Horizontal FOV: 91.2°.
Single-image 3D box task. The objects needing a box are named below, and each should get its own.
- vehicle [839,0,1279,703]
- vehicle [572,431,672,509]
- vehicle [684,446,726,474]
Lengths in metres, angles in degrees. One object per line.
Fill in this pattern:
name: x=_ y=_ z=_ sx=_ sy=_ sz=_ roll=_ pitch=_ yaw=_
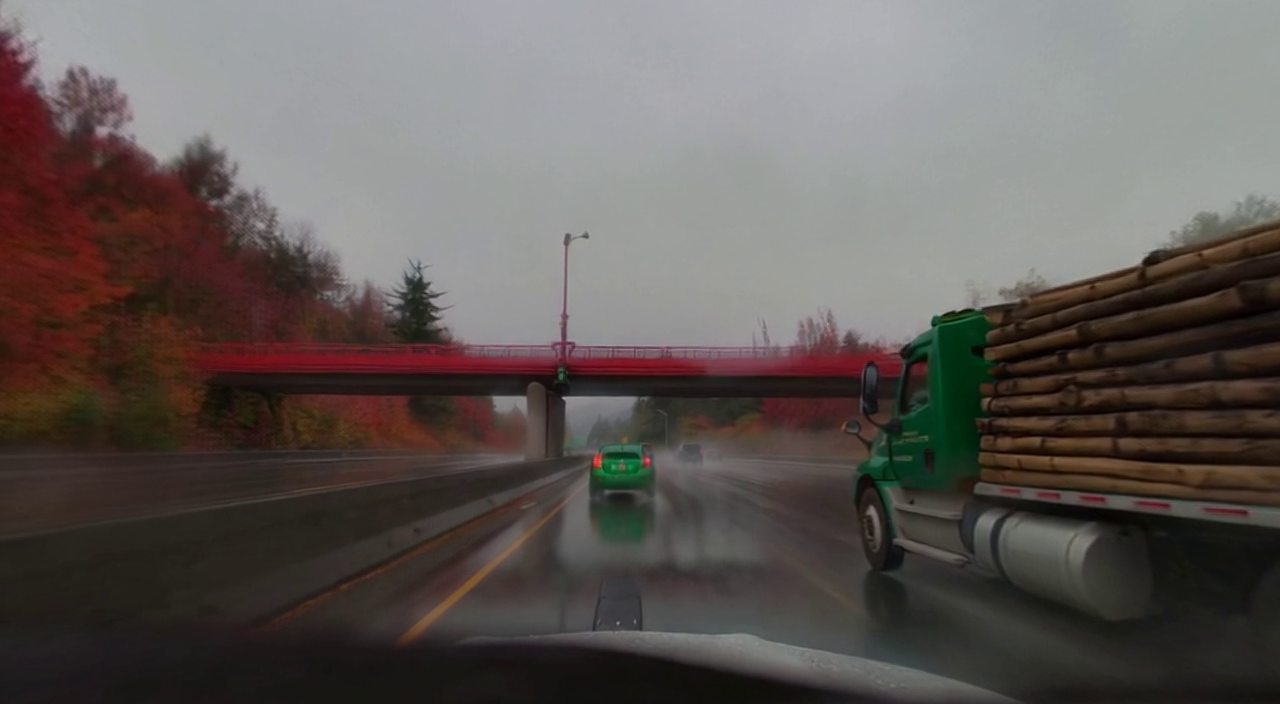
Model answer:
vehicle: x=4.197 y=-0.094 z=3.672 sx=2.992 sy=3.920 sz=8.831 roll=0 pitch=-9 yaw=-1
vehicle: x=-0.424 y=2.970 z=16.168 sx=2.259 sy=1.699 sz=4.015 roll=0 pitch=-9 yaw=0
vehicle: x=3.705 y=6.231 z=36.424 sx=1.894 sy=1.487 sz=3.751 roll=0 pitch=-9 yaw=-2
